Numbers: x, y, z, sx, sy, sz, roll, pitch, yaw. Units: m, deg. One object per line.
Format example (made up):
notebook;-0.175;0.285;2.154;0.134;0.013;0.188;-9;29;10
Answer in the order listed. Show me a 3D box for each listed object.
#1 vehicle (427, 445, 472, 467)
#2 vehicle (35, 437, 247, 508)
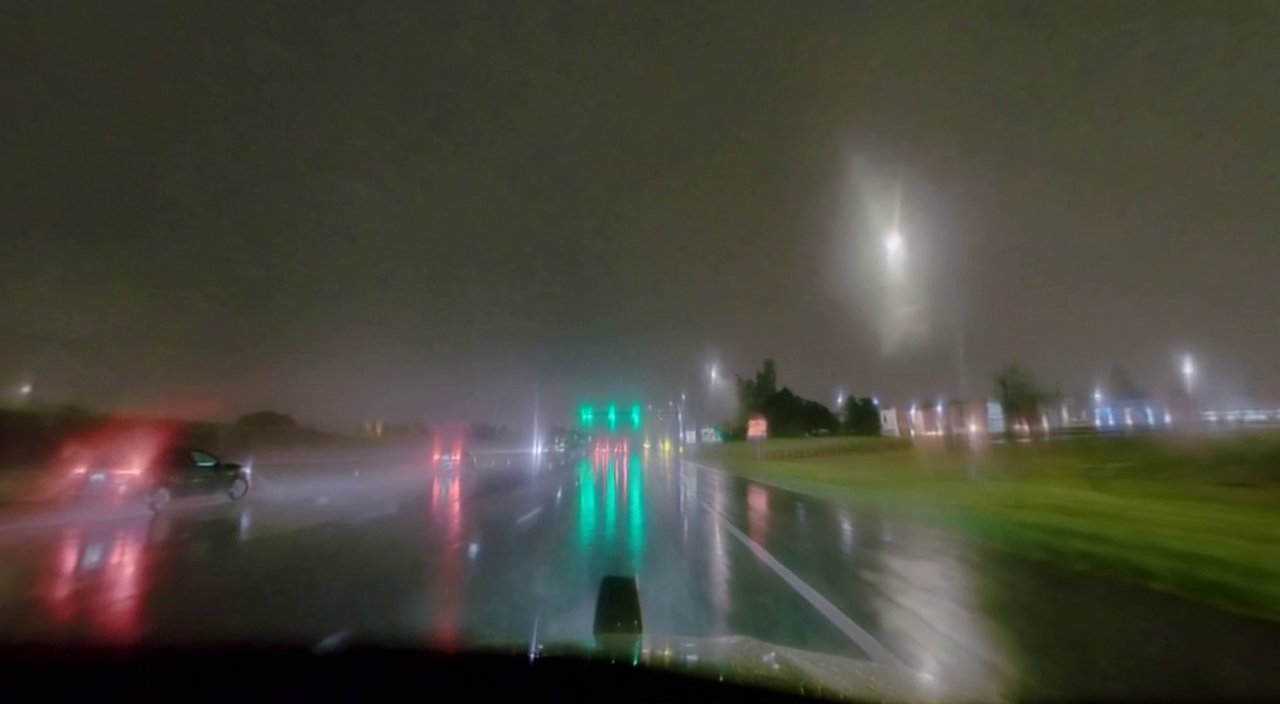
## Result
vehicle;-14.796;8.102;49.296;2.057;1.619;4.443;0;-9;0
vehicle;-14.327;3.457;18.710;2.049;1.792;5.177;0;-9;0
